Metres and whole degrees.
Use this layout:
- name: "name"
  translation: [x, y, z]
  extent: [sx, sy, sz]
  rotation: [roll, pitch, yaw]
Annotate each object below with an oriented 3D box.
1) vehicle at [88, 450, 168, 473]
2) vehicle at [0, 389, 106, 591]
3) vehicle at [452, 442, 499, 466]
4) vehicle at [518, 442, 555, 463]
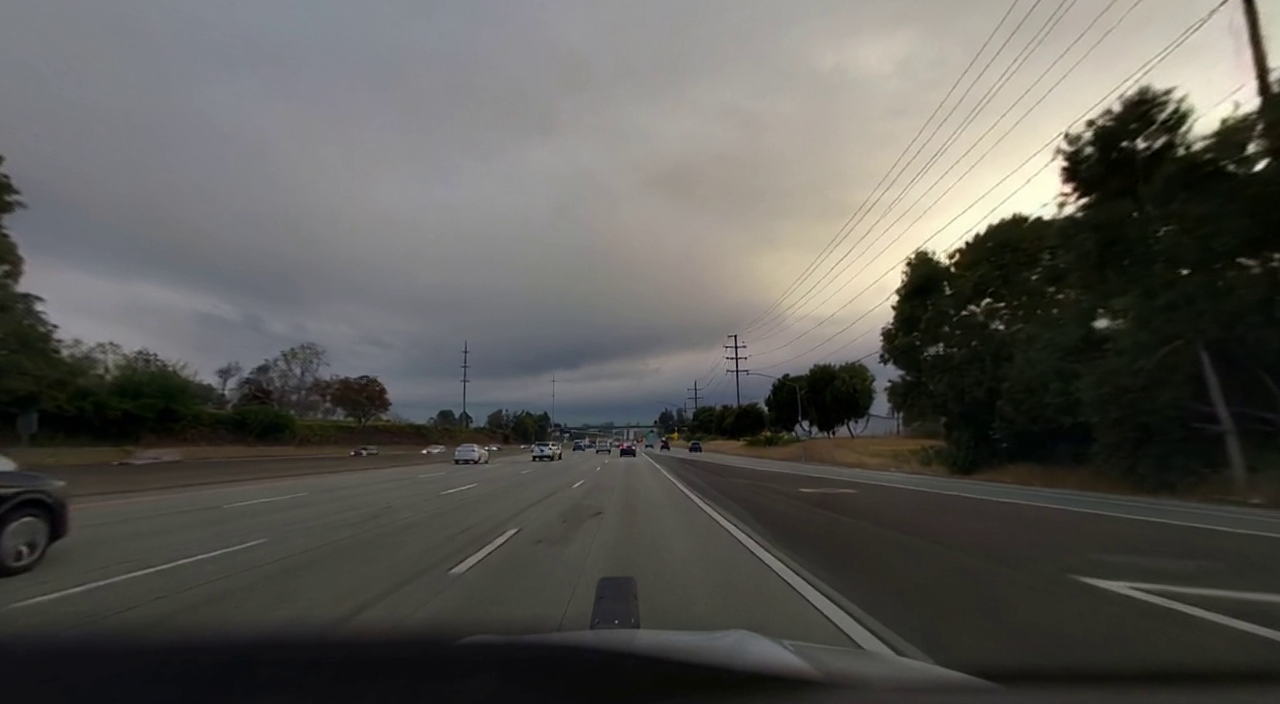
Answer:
- name: "vehicle"
  translation: [-34.355, 7.334, 42.540]
  extent: [1.777, 1.438, 4.387]
  rotation: [0, -8, -1]
- name: "vehicle"
  translation: [-6.796, 0.998, 3.998]
  extent: [2.115, 1.799, 5.444]
  rotation: [0, -8, -1]
- name: "vehicle"
  translation: [-10.650, 6.601, 41.170]
  extent: [1.887, 1.473, 4.352]
  rotation: [0, -8, 0]
- name: "vehicle"
  translation: [-7.482, 7.325, 46.194]
  extent: [1.954, 1.432, 4.183]
  rotation: [0, -8, 0]
